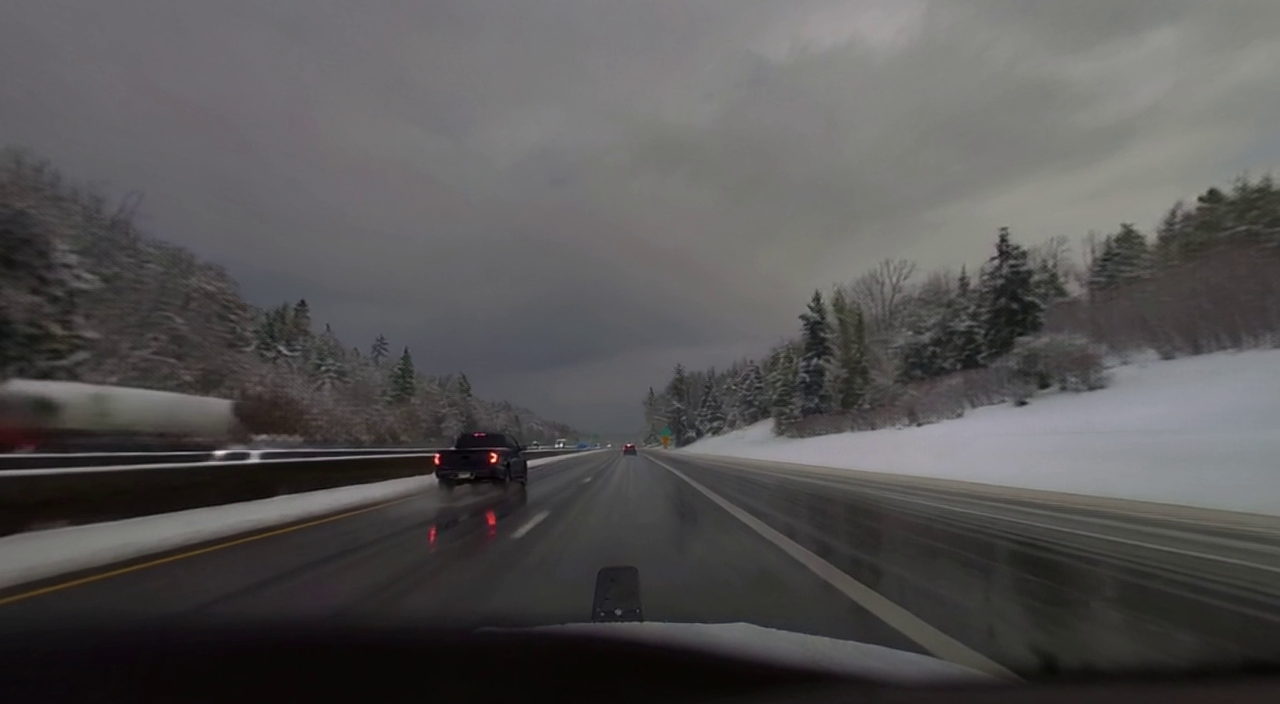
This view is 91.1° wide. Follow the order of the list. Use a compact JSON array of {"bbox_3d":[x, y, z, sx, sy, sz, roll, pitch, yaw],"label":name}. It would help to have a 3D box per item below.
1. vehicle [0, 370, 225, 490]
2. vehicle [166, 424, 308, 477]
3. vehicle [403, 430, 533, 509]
[{"bbox_3d":[-16.924,2.467,18.893,2.951,2.847,8.682,-1,-9,0],"label":"vehicle"},{"bbox_3d":[-13.490,3.344,21.415,2.130,1.573,4.107,0,-9,-1],"label":"vehicle"},{"bbox_3d":[-4.213,2.958,16.239,2.111,1.717,4.426,-1,-9,0],"label":"vehicle"}]
